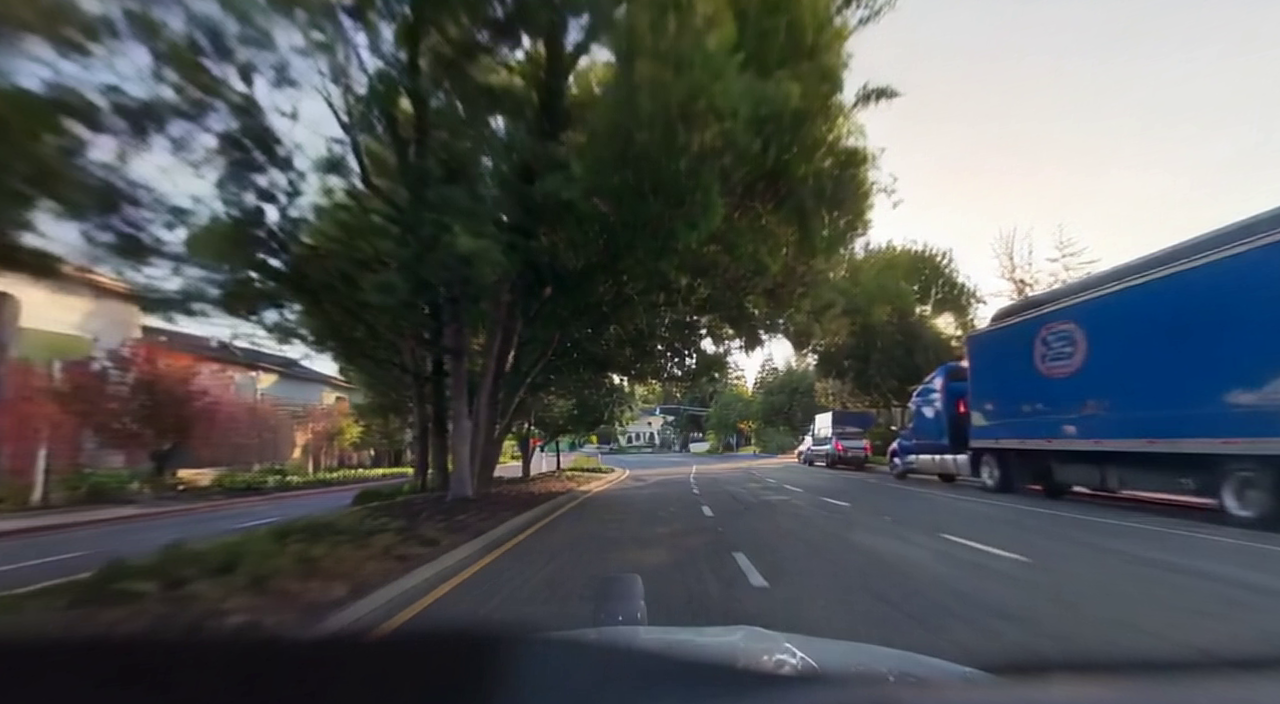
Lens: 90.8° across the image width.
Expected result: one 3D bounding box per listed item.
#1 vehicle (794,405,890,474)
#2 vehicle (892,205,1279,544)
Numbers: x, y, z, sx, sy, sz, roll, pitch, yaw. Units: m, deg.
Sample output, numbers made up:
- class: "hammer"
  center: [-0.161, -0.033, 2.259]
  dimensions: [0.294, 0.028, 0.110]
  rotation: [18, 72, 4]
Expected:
- class: "vehicle"
  center: [11.700, 5.292, 37.950]
  dimensions: [2.946, 3.506, 10.682]
  rotation: [-1, -8, 4]
- class: "vehicle"
  center: [10.163, 1.109, 13.702]
  dimensions: [2.907, 4.439, 17.681]
  rotation: [0, -8, 3]
